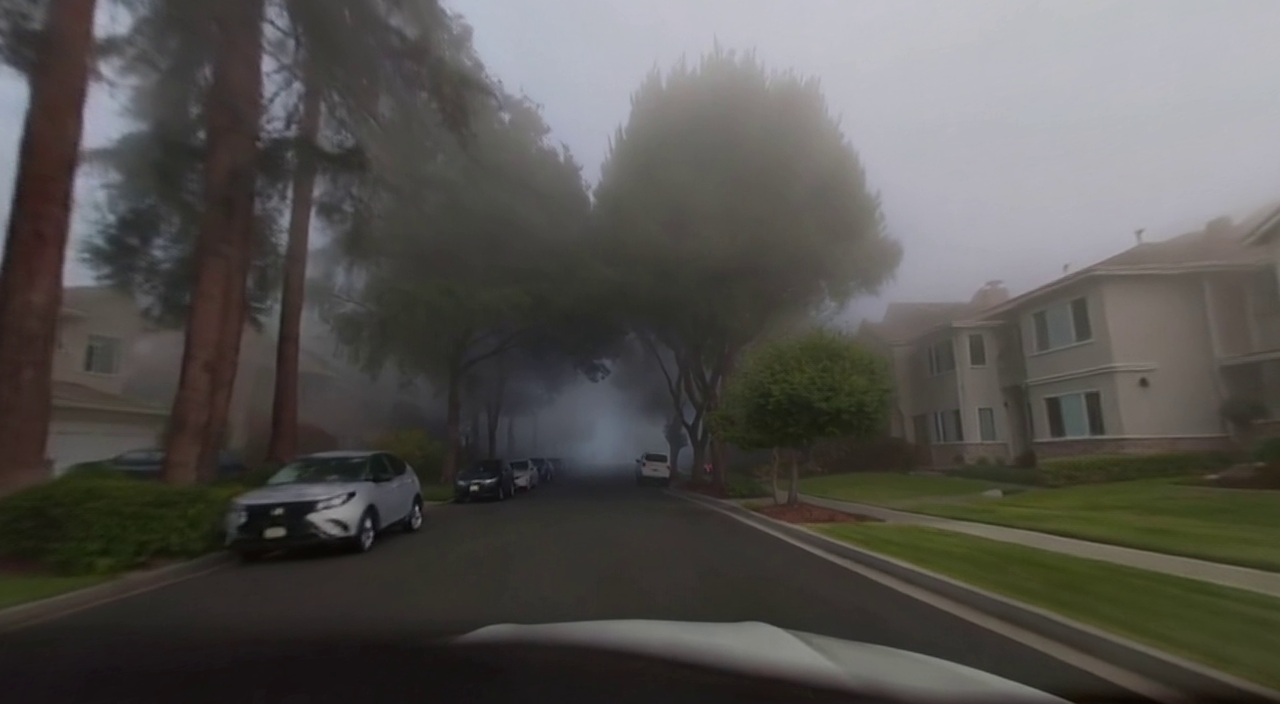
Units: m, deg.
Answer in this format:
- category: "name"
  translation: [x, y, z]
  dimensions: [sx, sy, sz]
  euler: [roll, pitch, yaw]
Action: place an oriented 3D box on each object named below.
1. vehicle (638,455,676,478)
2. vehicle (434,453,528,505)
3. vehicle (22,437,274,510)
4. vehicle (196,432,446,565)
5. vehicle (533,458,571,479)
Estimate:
- category: "vehicle"
  translation: [1.081, 7.707, 42.535]
  dimensions: [2.000, 1.456, 5.251]
  euler: [1, -10, -5]
- category: "vehicle"
  translation: [-5.183, 4.193, 21.208]
  dimensions: [2.086, 1.493, 4.582]
  euler: [-1, -10, -1]
- category: "vehicle"
  translation: [-11.929, 2.974, 15.586]
  dimensions: [4.414, 1.658, 1.988]
  euler: [1, -10, -3]
- category: "vehicle"
  translation: [-4.804, 2.309, 10.442]
  dimensions: [1.974, 1.664, 4.539]
  euler: [0, -11, -4]
- category: "vehicle"
  translation: [-5.843, 7.781, 42.365]
  dimensions: [1.995, 1.330, 4.080]
  euler: [0, -10, 0]
